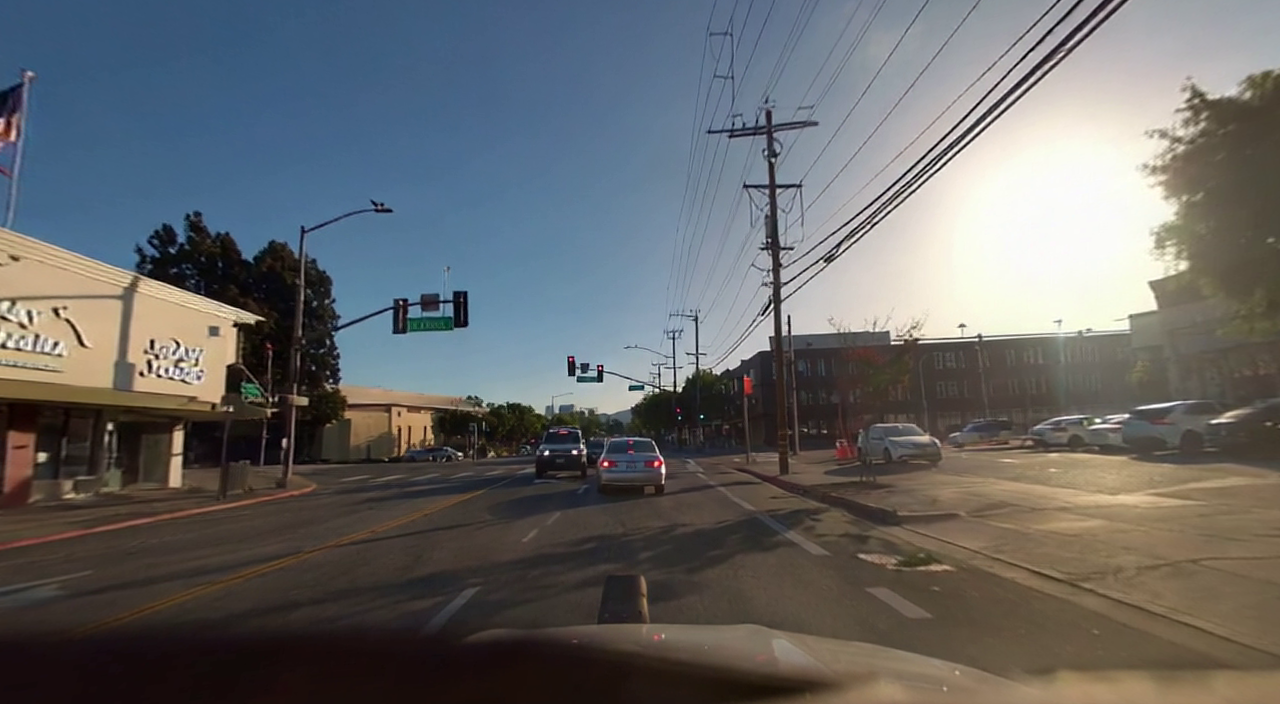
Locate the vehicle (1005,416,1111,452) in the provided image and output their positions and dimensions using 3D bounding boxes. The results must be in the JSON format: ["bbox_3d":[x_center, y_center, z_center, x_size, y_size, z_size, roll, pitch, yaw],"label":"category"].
[{"bbox_3d":[18.560,3.662,27.956,4.446,1.511,1.977,4,-10,-29],"label":"vehicle"}]

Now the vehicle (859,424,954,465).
[{"bbox_3d":[10.356,3.634,24.873,1.888,1.455,4.268,0,-8,0],"label":"vehicle"}]

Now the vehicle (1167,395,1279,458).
[{"bbox_3d":[18.537,2.321,19.281,4.206,1.722,2.100,4,-10,-28],"label":"vehicle"}]

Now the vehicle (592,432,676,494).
[{"bbox_3d":[-0.220,3.044,17.656,2.070,1.481,4.216,0,-8,-2],"label":"vehicle"}]

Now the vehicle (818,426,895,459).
[{"bbox_3d":[10.458,4.441,30.838,1.842,1.471,4.481,1,-8,-6],"label":"vehicle"}]

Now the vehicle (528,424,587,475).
[{"bbox_3d":[-3.236,3.852,25.077,2.106,1.852,4.512,1,-8,-6],"label":"vehicle"}]
